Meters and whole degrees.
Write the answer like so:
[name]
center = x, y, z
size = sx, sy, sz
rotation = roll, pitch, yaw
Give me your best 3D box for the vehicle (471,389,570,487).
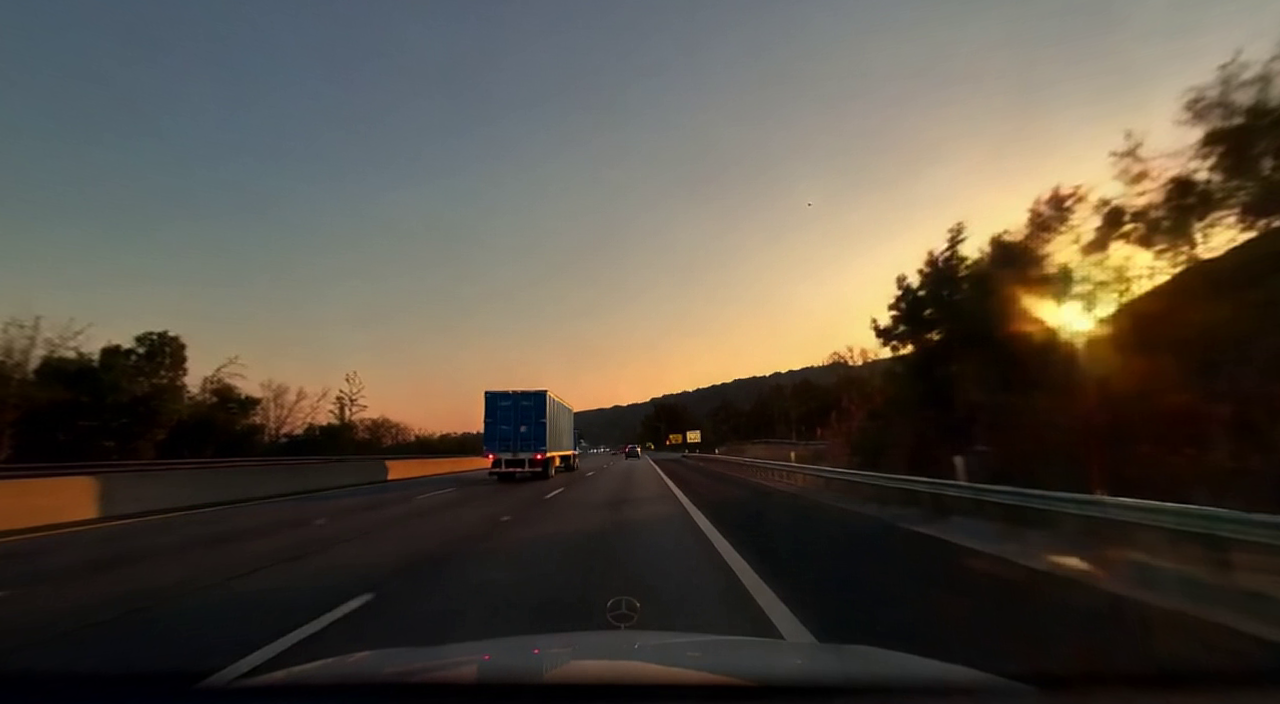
[vehicle]
center = -4.673, 3.615, 26.243
size = 2.707, 3.461, 7.191
rotation = 0, -9, 0
